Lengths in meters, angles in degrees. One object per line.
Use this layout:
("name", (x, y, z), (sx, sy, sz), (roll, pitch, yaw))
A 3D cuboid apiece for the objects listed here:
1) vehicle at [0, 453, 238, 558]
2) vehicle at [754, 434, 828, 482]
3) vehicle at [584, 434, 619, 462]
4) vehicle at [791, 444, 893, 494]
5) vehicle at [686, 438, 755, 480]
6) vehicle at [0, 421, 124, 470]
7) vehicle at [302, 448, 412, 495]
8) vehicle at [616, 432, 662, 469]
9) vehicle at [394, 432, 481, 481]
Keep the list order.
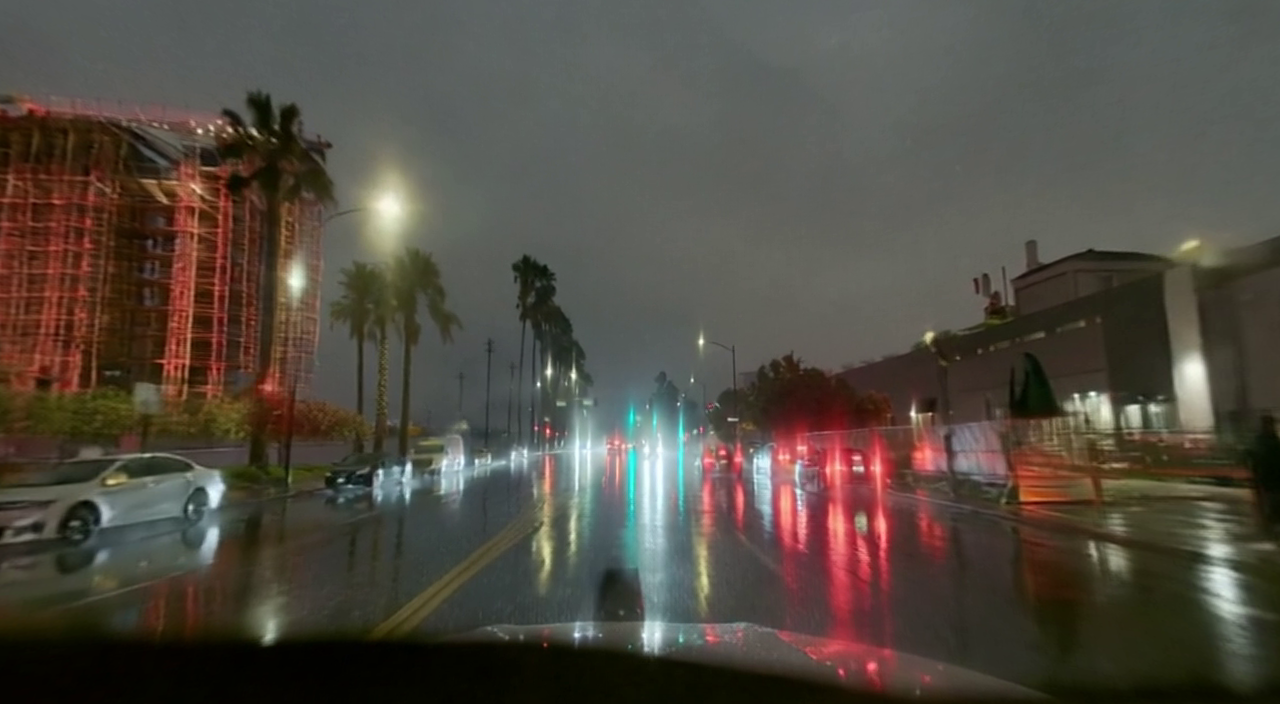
("vehicle", (-9.685, 2.596, 11.458), (1.821, 1.448, 4.591), (0, -8, -1))
("vehicle", (6.256, 4.434, 26.700), (1.886, 1.792, 4.525), (0, -9, -1))
("vehicle", (-2.700, 6.942, 45.695), (2.180, 1.879, 4.452), (0, -8, 1))
("vehicle", (6.423, 3.738, 20.651), (1.819, 1.435, 4.337), (0, -8, -1))
("vehicle", (3.031, 4.110, 24.571), (1.999, 1.487, 3.939), (0, -9, -2))
("vehicle", (-20.124, 3.260, 21.975), (3.575, 1.571, 1.912), (-5, -9, 26))
("vehicle", (-9.977, 4.207, 22.726), (1.804, 1.478, 4.734), (0, -8, 0))
("vehicle", (-0.054, 5.224, 33.583), (2.264, 1.798, 4.258), (0, -8, 0))
("vehicle", (-10.060, 5.326, 31.975), (2.294, 1.948, 6.025), (-6, -10, 0))
